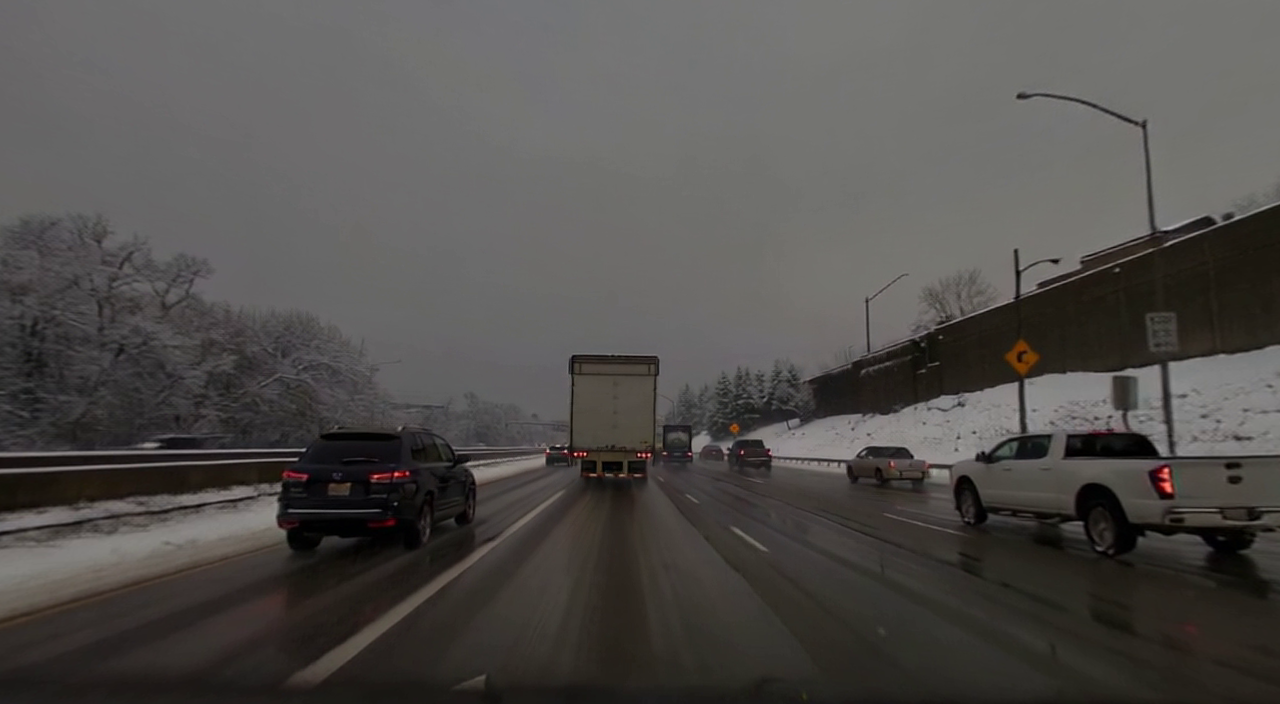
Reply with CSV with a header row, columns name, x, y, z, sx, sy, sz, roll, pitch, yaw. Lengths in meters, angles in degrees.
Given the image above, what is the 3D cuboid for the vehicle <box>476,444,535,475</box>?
name,x,y,z,sx,sy,sz,roll,pitch,yaw
vehicle,-6.994,5.638,33.358,1.973,1.471,4.779,-1,-9,2

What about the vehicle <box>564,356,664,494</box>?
name,x,y,z,sx,sy,sz,roll,pitch,yaw
vehicle,-0.774,2.938,24.018,2.906,4.040,10.743,0,-9,0

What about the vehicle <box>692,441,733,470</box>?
name,x,y,z,sx,sy,sz,roll,pitch,yaw
vehicle,5.508,7.985,48.823,2.297,2.116,5.052,0,-9,-3

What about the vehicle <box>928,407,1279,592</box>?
name,x,y,z,sx,sy,sz,roll,pitch,yaw
vehicle,6.271,1.774,8.575,2.188,1.731,5.031,0,-9,-2

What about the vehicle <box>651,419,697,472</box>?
name,x,y,z,sx,sy,sz,roll,pitch,yaw
vehicle,2.321,6.895,46.448,2.669,3.491,8.645,0,-9,-2

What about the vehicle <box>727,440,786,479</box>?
name,x,y,z,sx,sy,sz,roll,pitch,yaw
vehicle,6.114,5.712,33.781,2.070,1.888,4.546,0,-9,-2

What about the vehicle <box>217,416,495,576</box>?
name,x,y,z,sx,sy,sz,roll,pitch,yaw
vehicle,-3.433,1.807,8.696,1.946,1.641,4.105,0,-9,-1

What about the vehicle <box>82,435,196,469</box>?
name,x,y,z,sx,sy,sz,roll,pitch,yaw
vehicle,-23.451,4.708,29.830,1.786,1.487,4.495,0,-9,-1
